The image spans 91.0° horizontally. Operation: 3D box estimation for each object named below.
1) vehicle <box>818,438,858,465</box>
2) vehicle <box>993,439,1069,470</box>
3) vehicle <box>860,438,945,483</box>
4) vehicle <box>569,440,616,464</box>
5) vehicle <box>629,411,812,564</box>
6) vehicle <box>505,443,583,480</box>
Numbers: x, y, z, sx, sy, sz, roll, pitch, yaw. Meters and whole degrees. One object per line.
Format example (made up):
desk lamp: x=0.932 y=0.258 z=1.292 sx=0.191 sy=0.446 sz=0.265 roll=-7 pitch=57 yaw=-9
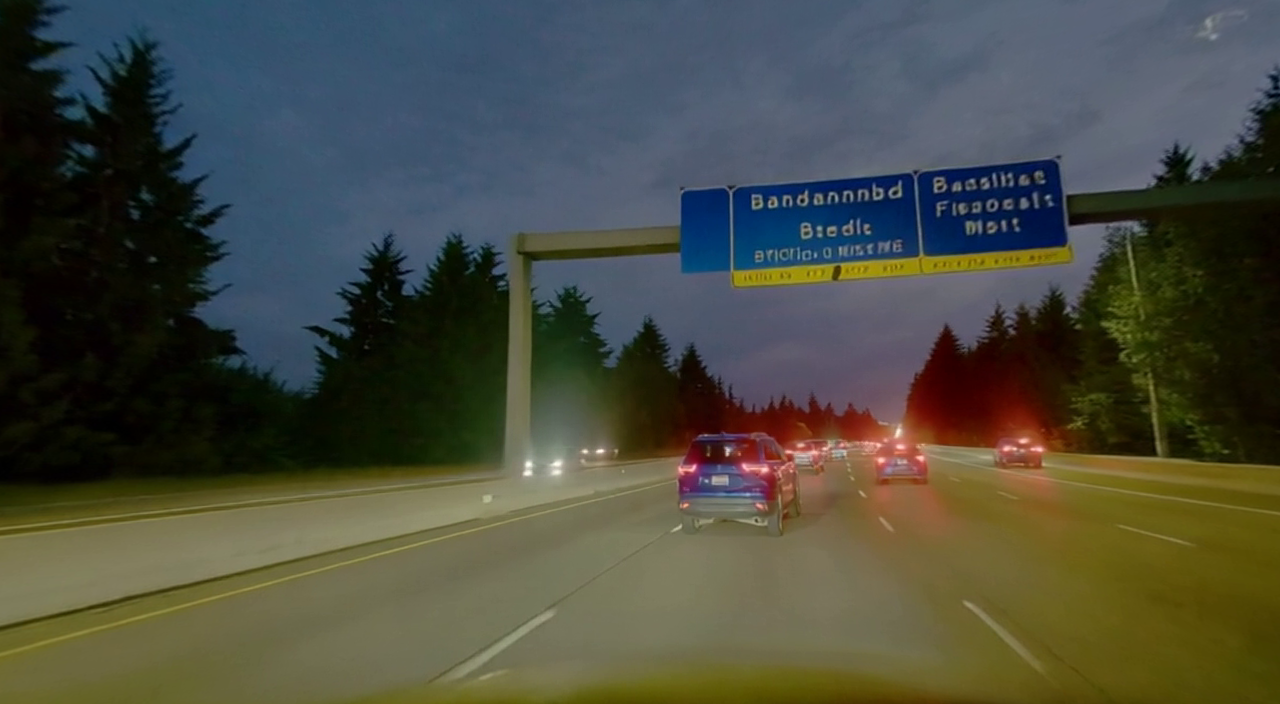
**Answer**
vehicle: x=12.537 y=6.308 z=40.140 sx=1.857 sy=1.584 sz=3.976 roll=-1 pitch=-8 yaw=9
vehicle: x=19.950 y=5.223 z=32.335 sx=1.990 sy=1.478 sz=4.475 roll=-2 pitch=-9 yaw=15
vehicle: x=9.381 y=3.894 z=22.918 sx=1.962 sy=1.442 sz=4.536 roll=-2 pitch=-8 yaw=11
vehicle: x=-3.531 y=7.652 z=48.282 sx=1.989 sy=1.703 sz=4.959 roll=-3 pitch=-9 yaw=16
vehicle: x=1.393 y=1.789 z=9.075 sx=2.021 sy=1.635 sz=4.085 roll=-2 pitch=-9 yaw=15
vehicle: x=-4.359 y=5.035 z=29.391 sx=1.917 sy=1.566 sz=4.370 roll=-2 pitch=-9 yaw=16
